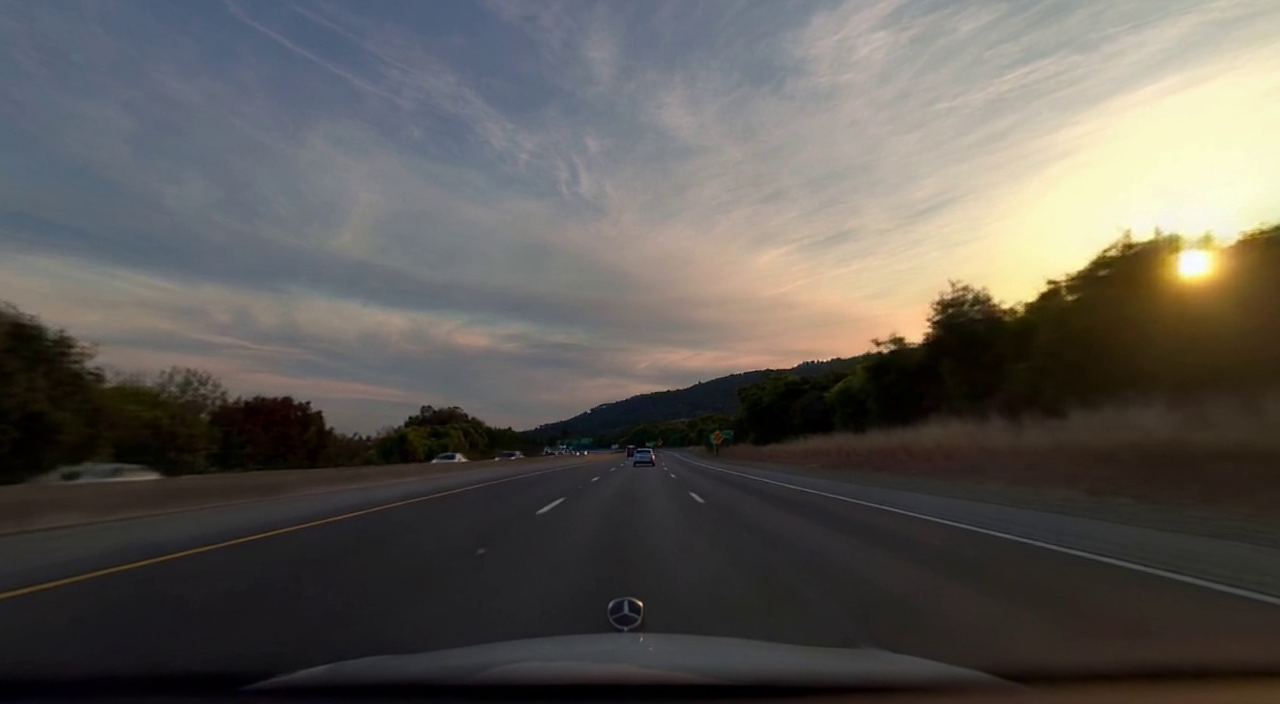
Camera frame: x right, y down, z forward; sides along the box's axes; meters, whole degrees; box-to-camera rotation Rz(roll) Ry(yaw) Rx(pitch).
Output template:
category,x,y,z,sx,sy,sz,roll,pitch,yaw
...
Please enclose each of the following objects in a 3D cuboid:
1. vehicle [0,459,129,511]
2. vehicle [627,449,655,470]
category,x,y,z,sx,sy,sz,roll,pitch,yaw
vehicle,-19.983,4.369,21.141,1.826,1.477,4.521,0,-9,1
vehicle,0.058,8.094,47.612,1.964,1.483,4.016,0,-9,-1
